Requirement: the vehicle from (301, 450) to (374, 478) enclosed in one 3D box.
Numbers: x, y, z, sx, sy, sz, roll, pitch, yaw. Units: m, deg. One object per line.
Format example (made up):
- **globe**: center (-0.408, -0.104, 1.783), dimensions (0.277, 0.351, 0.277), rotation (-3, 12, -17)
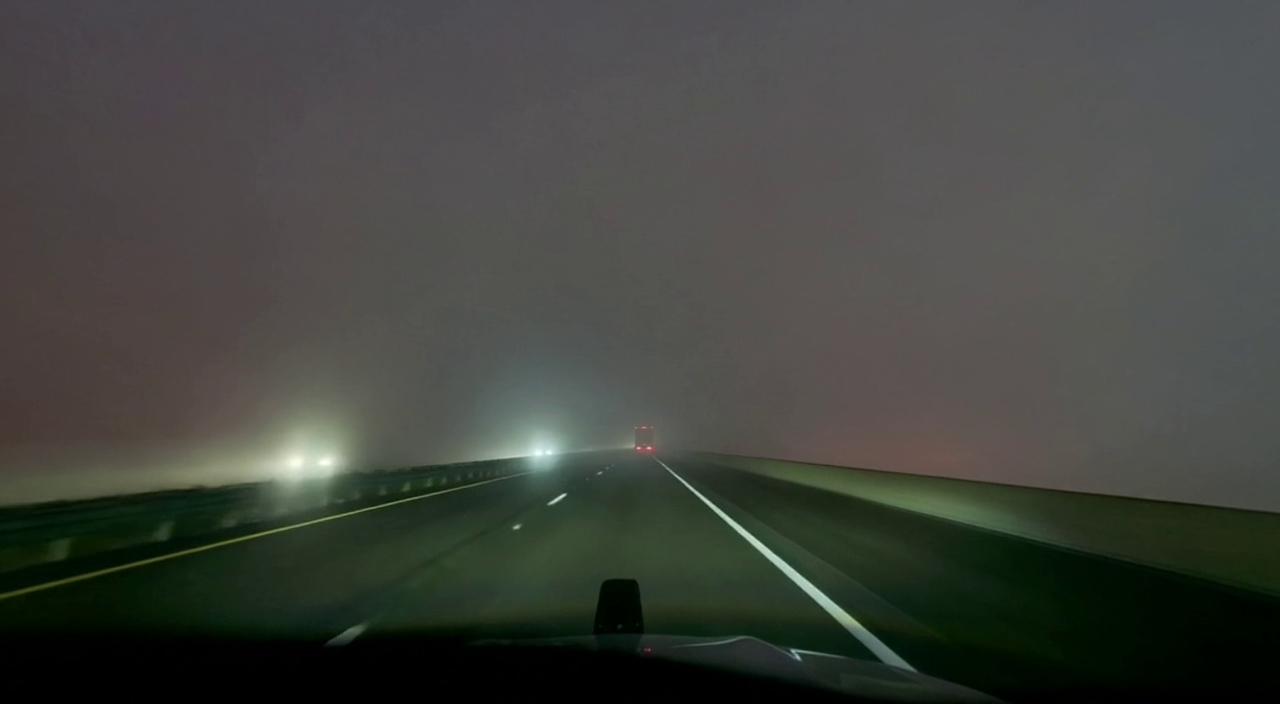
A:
- **vehicle**: center (-17.448, 6.448, 36.647), dimensions (2.008, 1.520, 4.526), rotation (0, -9, 0)
